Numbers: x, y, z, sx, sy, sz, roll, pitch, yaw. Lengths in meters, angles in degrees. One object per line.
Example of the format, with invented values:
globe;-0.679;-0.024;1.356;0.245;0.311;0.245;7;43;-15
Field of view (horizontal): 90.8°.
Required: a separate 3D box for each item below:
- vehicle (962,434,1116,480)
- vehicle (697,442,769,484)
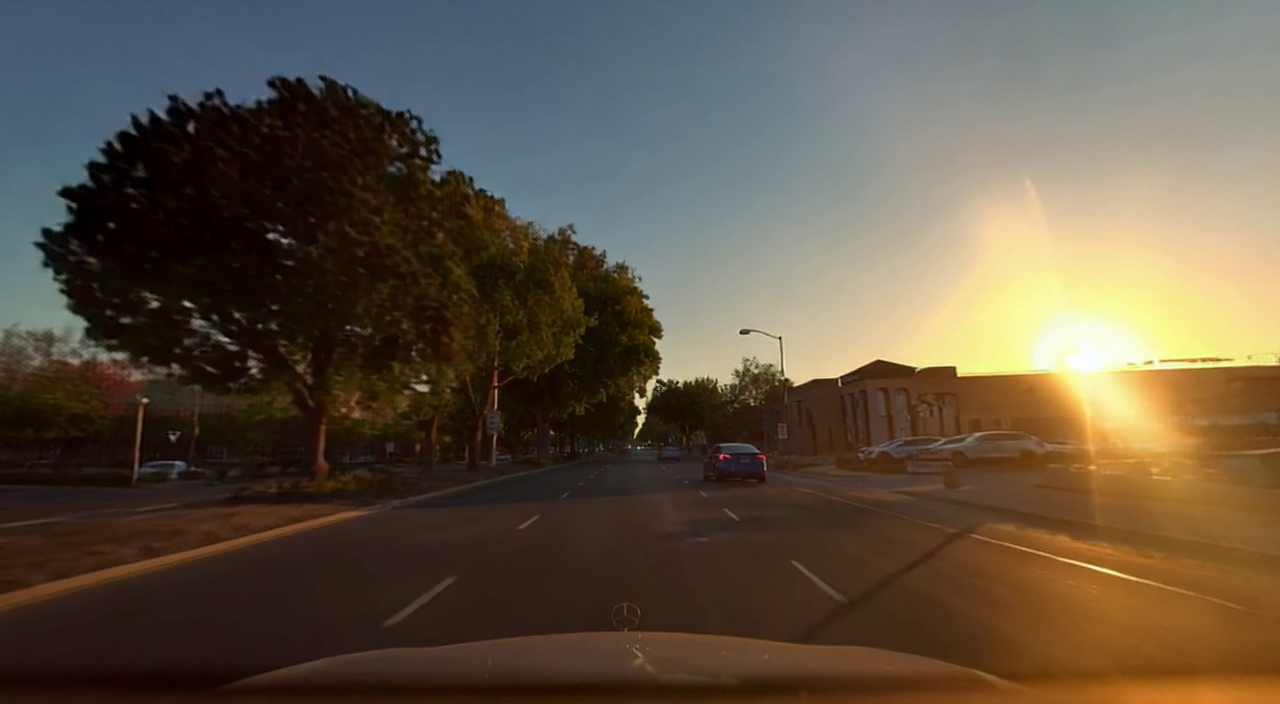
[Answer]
vehicle;15.795;4.183;25.202;4.684;1.448;2.090;-3;-8;-3
vehicle;3.576;4.368;25.224;2.033;1.482;4.571;0;-8;-2
